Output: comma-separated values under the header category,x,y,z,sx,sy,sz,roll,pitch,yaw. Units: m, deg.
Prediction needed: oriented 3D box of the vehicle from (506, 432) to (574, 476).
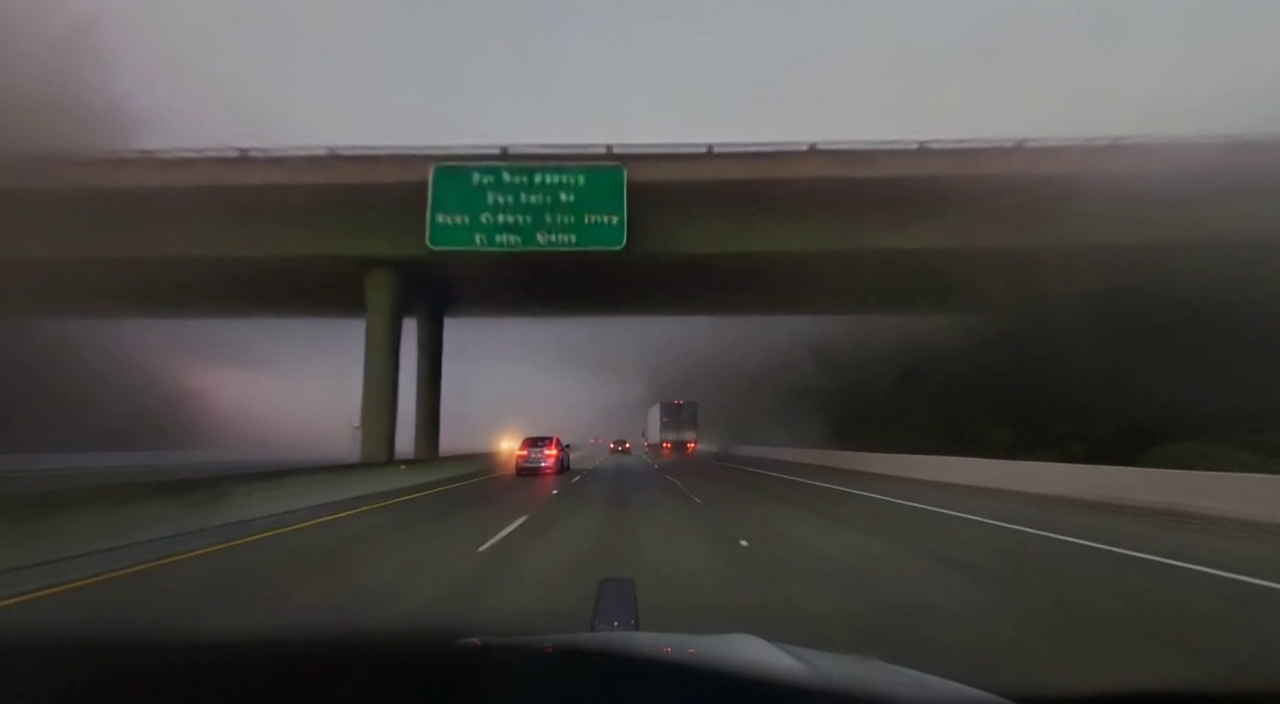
category,x,y,z,sx,sy,sz,roll,pitch,yaw
vehicle,-4.326,4.491,28.050,2.377,1.747,4.703,0,-8,-1

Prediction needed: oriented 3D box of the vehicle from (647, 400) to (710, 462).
category,x,y,z,sx,sy,sz,roll,pitch,yaw
vehicle,2.588,6.167,48.356,3.301,4.034,13.722,0,-8,-3

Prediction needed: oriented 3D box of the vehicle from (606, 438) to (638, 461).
category,x,y,z,sx,sy,sz,roll,pitch,yaw
vehicle,-1.295,6.844,44.253,2.125,1.542,3.816,0,-8,-2
